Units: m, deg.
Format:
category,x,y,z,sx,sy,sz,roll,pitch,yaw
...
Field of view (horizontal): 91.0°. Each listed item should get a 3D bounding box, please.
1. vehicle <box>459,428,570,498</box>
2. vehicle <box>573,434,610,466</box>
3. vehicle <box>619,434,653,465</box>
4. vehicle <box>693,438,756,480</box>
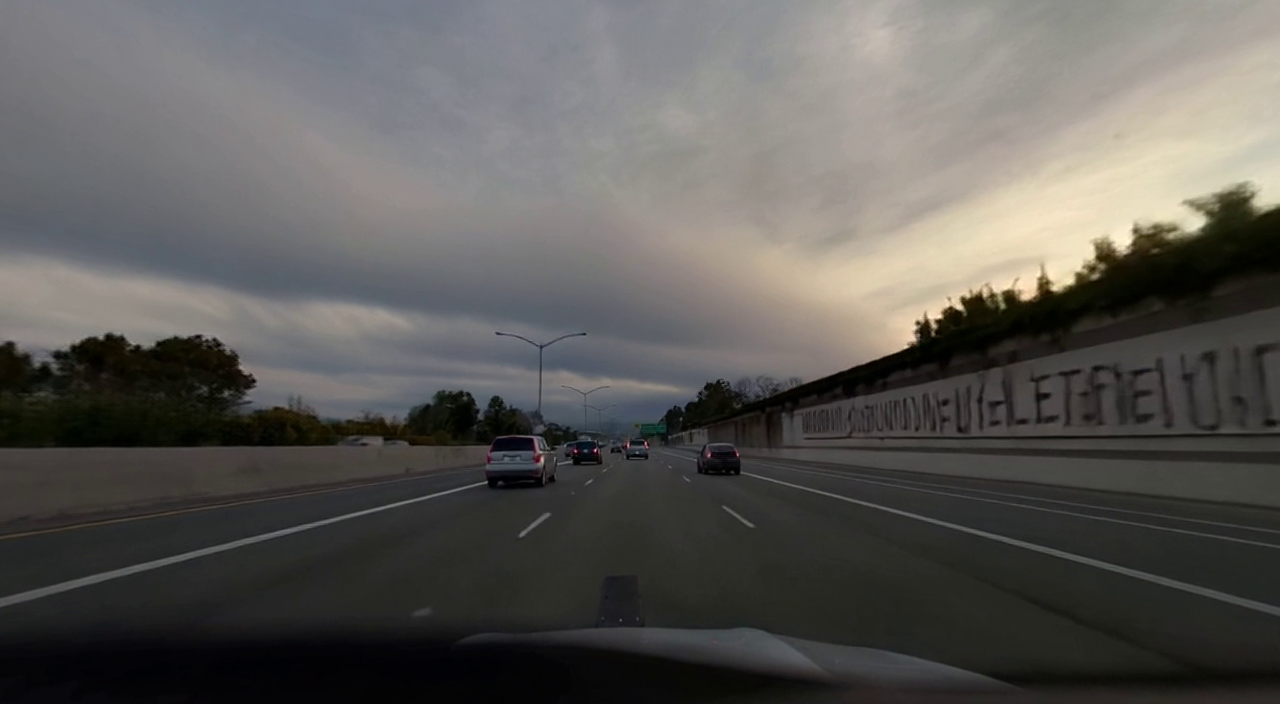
category,x,y,z,sx,sy,sz,roll,pitch,yaw
vehicle,-3.580,3.311,19.216,2.184,1.819,5.441,0,-9,1
vehicle,-3.472,7.161,46.142,2.378,2.214,4.352,0,-9,0
vehicle,-0.265,7.516,48.708,2.485,2.215,5.199,0,-9,0
vehicle,3.769,4.877,29.027,2.224,1.752,4.487,0,-9,-1
